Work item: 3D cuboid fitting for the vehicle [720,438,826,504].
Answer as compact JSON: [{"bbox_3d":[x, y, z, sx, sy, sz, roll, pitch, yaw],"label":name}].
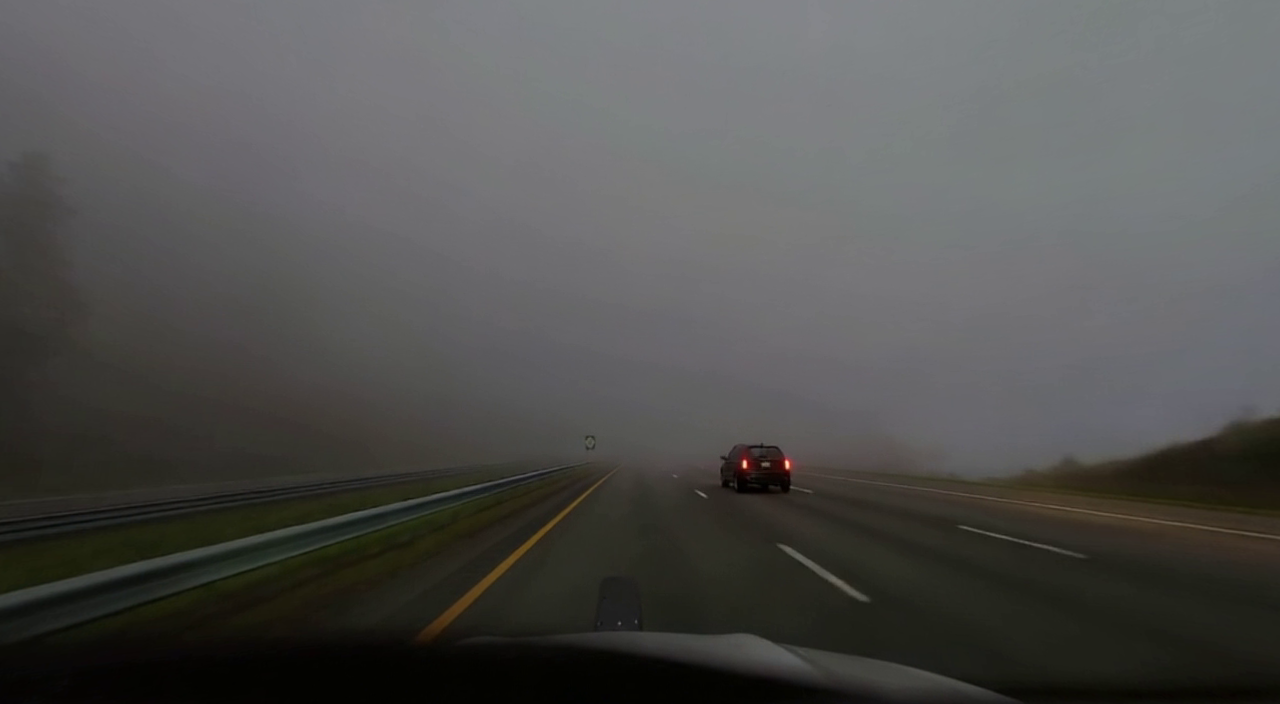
[{"bbox_3d":[3.495,3.200,17.291,2.024,1.579,3.707,0,-9,-1],"label":"vehicle"}]
